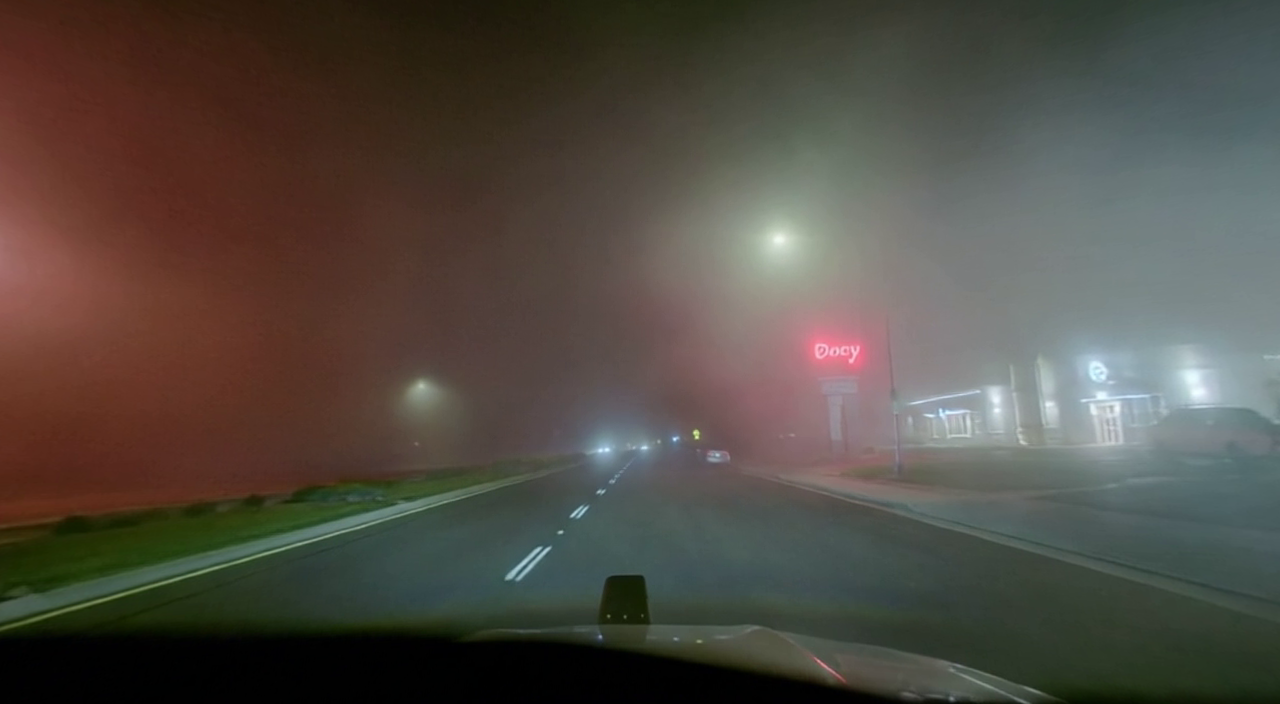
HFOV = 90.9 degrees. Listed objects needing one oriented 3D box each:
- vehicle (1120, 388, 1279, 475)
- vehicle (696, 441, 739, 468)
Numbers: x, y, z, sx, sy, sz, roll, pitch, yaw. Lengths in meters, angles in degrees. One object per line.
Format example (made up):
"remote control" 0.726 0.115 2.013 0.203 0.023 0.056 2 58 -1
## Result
"vehicle" 14.850 2.011 15.606 2.202 1.822 4.978 -1 -8 4
"vehicle" 4.740 6.362 39.313 2.085 1.509 5.134 0 -8 1
